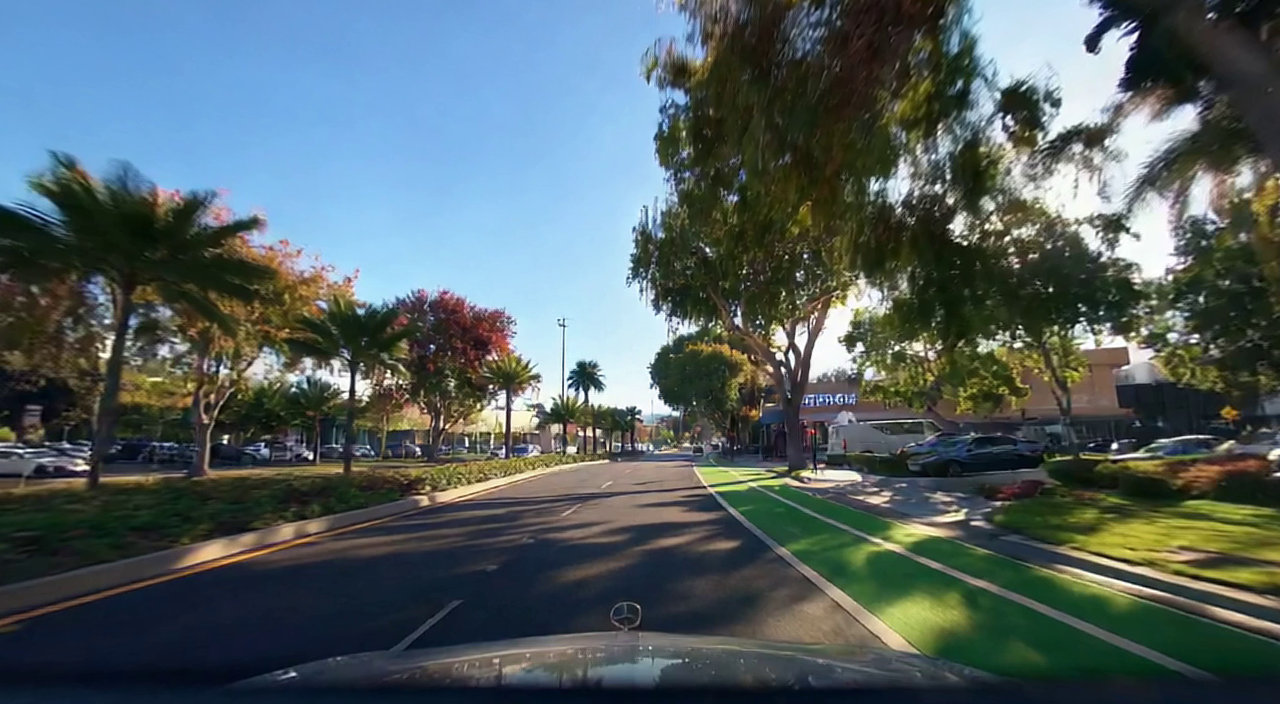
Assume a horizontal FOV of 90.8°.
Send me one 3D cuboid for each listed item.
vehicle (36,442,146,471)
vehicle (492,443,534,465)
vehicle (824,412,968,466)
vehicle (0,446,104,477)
[{"bbox_3d":[-29.896,5.670,34.503,4.143,1.501,1.929,0,-8,0],"label":"vehicle"},{"bbox_3d":[-9.390,7.574,47.097,1.925,1.492,4.200,-1,-9,5],"label":"vehicle"},{"bbox_3d":[15.549,5.311,38.698,7.635,3.131,2.691,0,-9,-4],"label":"vehicle"},{"bbox_3d":[-29.987,5.440,31.477,4.683,1.446,2.037,0,-8,0],"label":"vehicle"}]
